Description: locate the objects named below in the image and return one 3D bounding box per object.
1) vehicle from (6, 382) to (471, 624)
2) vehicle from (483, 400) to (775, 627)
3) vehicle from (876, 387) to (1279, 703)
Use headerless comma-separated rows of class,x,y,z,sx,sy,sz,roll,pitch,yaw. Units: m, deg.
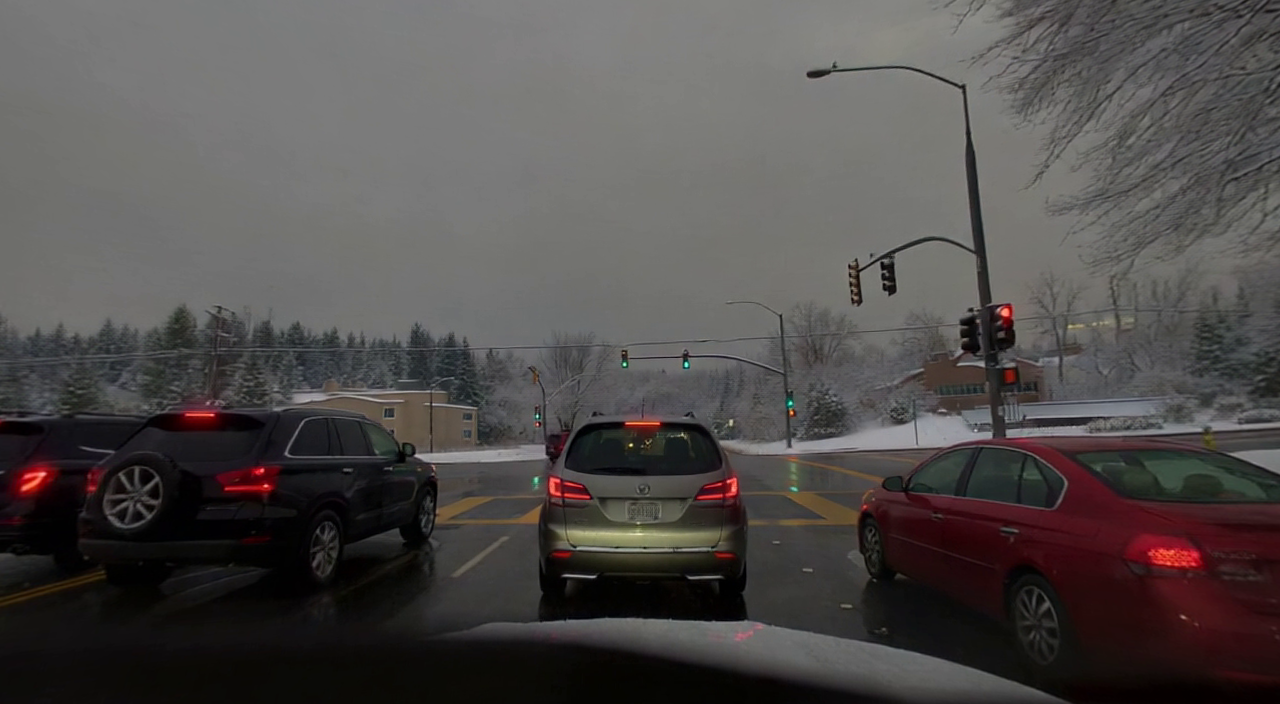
vehicle,-3.558,1.421,6.858,2.014,1.755,4.360,0,-8,3
vehicle,-0.053,1.401,6.300,2.047,1.579,3.642,0,-8,1
vehicle,3.578,1.201,4.594,2.010,1.486,4.498,0,-8,1
